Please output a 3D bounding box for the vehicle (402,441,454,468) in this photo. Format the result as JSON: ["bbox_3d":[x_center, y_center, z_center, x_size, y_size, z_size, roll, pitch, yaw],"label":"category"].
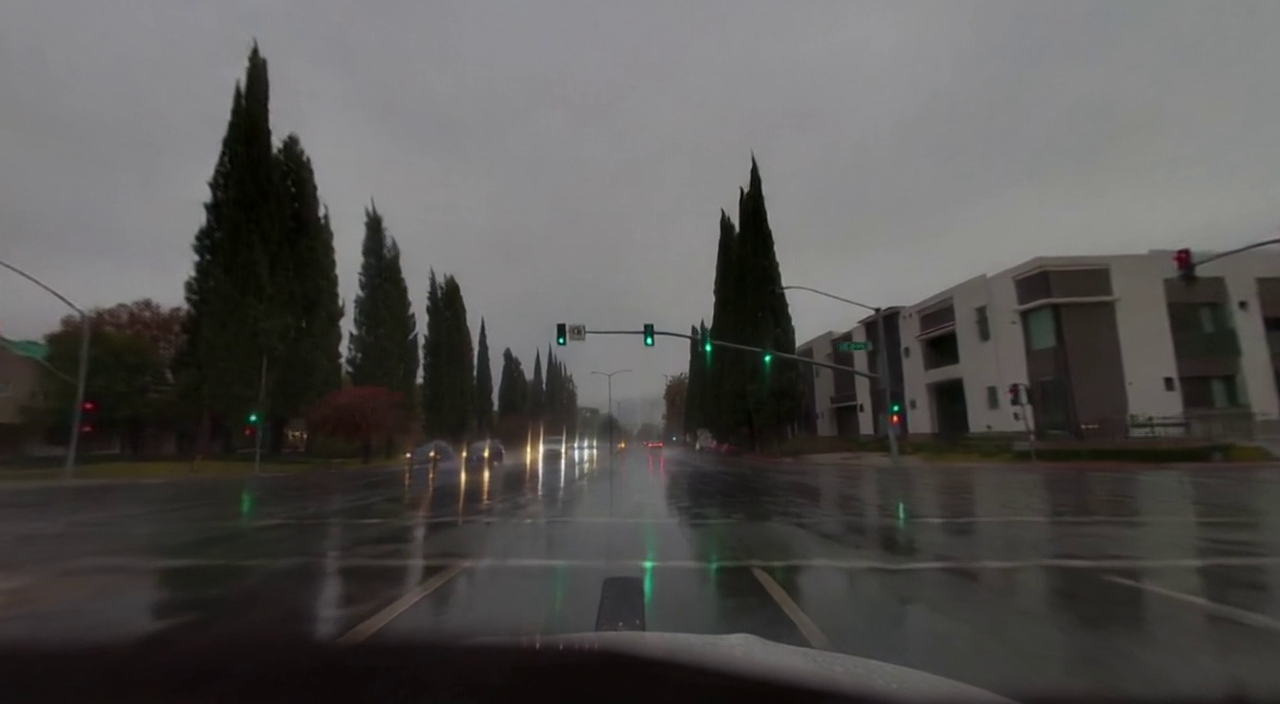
[{"bbox_3d":[-15.793,7.659,47.369,2.164,1.920,4.896,0,-8,0],"label":"vehicle"}]

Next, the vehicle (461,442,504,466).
[{"bbox_3d":[-11.958,7.761,48.277,2.041,1.654,4.605,0,-8,0],"label":"vehicle"}]

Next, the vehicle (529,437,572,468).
[{"bbox_3d":[-5.561,6.318,39.769,2.098,1.789,4.338,0,-8,-1],"label":"vehicle"}]
